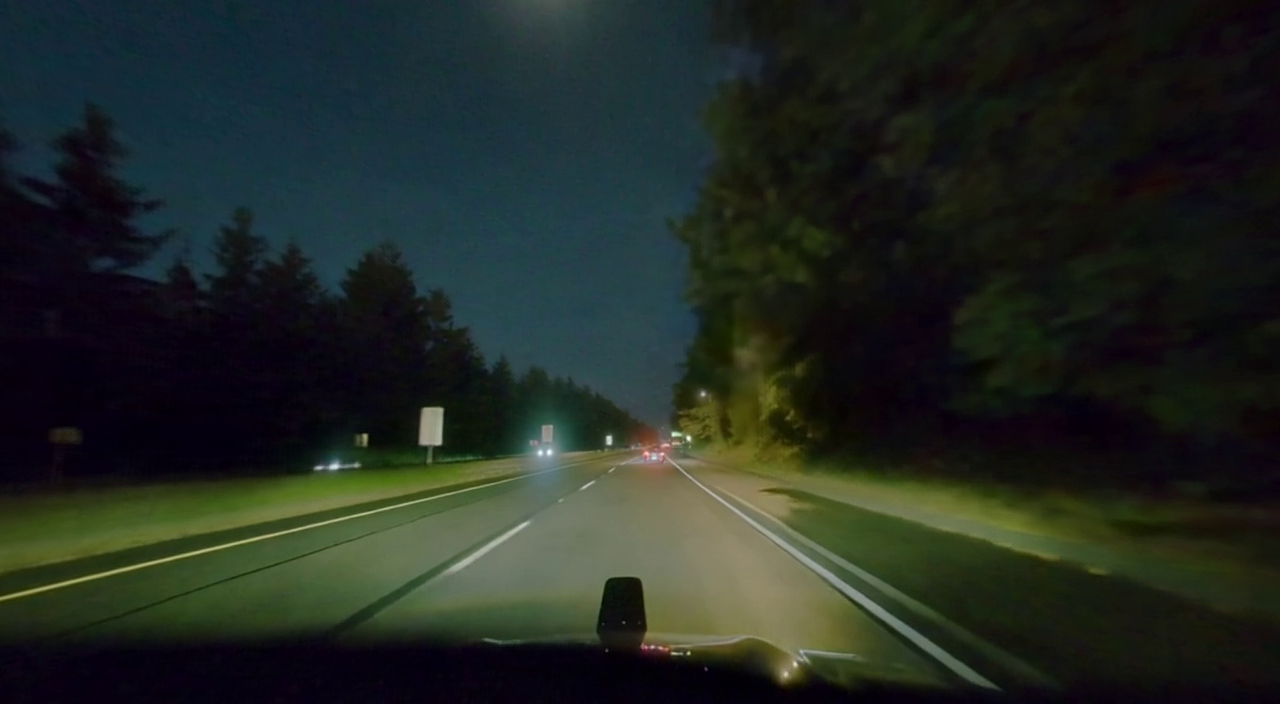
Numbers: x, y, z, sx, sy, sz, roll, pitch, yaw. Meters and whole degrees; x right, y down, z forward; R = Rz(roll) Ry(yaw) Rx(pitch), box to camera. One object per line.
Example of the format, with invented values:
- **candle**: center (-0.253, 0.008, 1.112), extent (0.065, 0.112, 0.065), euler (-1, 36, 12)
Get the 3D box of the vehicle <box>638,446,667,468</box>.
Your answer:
- **vehicle**: center (0.876, 7.385, 44.407), extent (1.934, 1.488, 3.832), euler (0, -9, 1)
